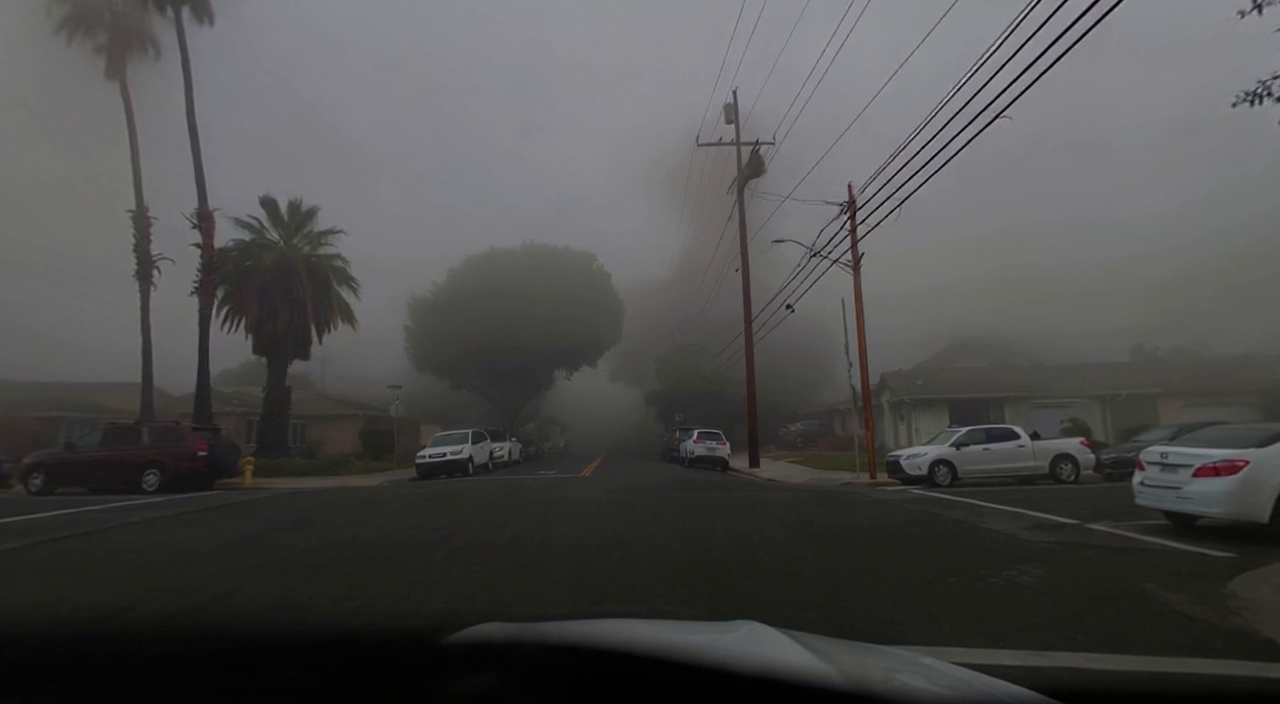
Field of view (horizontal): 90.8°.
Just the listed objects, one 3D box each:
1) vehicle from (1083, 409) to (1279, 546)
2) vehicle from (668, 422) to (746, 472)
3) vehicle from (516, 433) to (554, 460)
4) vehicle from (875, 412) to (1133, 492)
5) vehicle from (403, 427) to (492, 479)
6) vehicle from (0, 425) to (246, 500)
[{"bbox_3d":[9.003,1.676,8.735,4.181,1.638,2.015,0,-9,-1],"label":"vehicle"},{"bbox_3d":[2.698,4.092,27.252,2.505,1.895,5.805,0,-9,-2],"label":"vehicle"},{"bbox_3d":[-7.706,7.027,46.815,2.178,1.865,4.658,0,-9,-2],"label":"vehicle"},{"bbox_3d":[10.278,2.865,18.209,5.971,1.967,2.385,-1,-9,-5],"label":"vehicle"},{"bbox_3d":[-6.992,3.742,23.498,2.198,1.724,4.493,1,-9,-5],"label":"vehicle"},{"bbox_3d":[-14.802,3.091,17.723,5.847,1.766,2.392,-2,-9,-3],"label":"vehicle"}]
